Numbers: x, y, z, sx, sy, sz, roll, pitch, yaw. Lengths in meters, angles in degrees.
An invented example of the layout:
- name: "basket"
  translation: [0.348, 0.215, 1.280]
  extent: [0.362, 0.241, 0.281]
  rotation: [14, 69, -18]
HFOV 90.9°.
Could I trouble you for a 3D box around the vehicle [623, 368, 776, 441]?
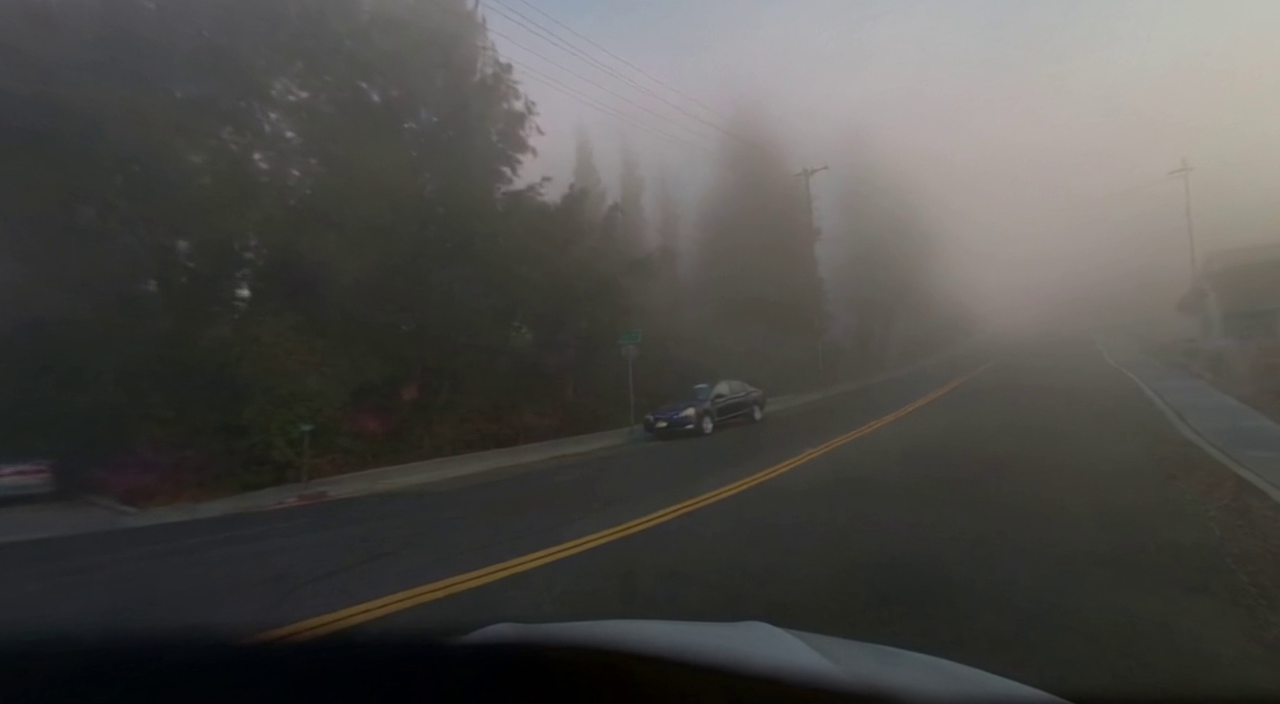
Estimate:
- name: "vehicle"
  translation: [1.951, 1.468, 18.723]
  extent: [2.032, 1.595, 5.289]
  rotation: [-5, -1, 36]
